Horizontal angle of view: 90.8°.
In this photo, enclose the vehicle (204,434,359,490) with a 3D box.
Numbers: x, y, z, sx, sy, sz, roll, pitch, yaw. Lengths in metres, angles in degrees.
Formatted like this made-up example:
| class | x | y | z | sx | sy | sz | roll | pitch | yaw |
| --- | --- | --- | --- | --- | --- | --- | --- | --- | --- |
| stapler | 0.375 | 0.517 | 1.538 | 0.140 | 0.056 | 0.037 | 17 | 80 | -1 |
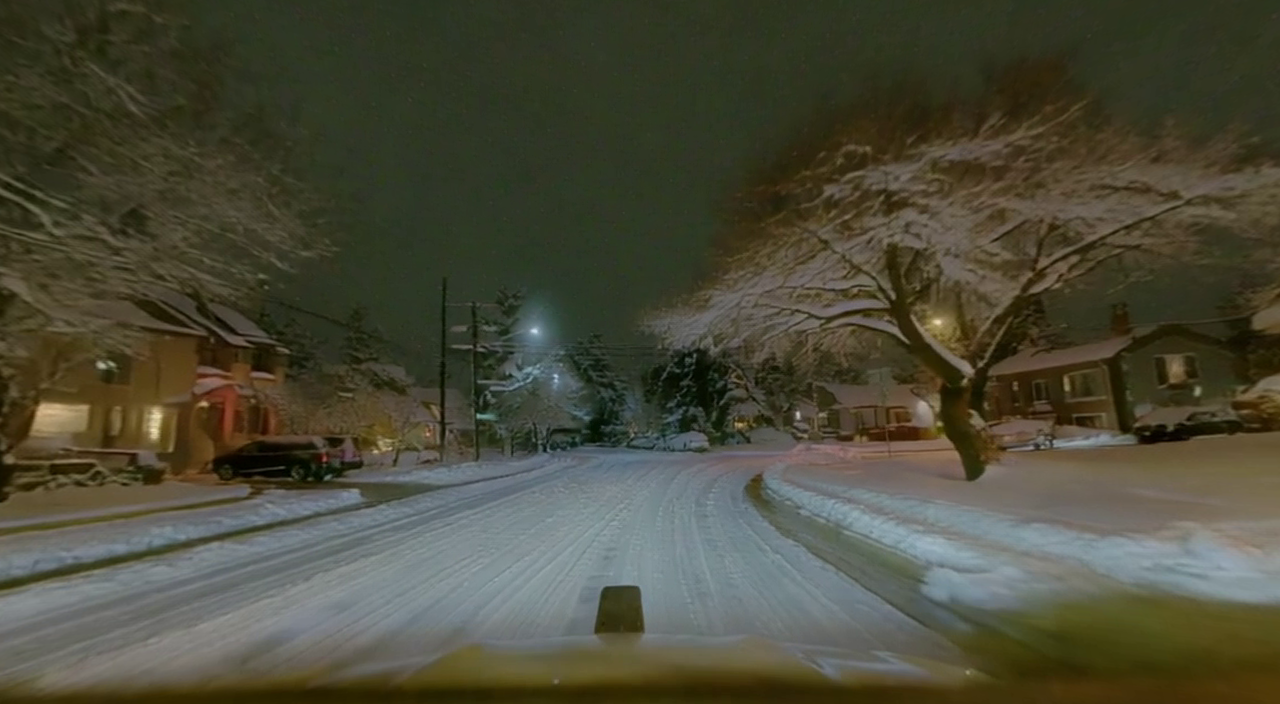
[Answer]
| class | x | y | z | sx | sy | sz | roll | pitch | yaw |
| --- | --- | --- | --- | --- | --- | --- | --- | --- | --- |
| vehicle | -14.607 | 4.493 | 25.998 | 5.045 | 1.835 | 2.315 | -4 | -9 | 2 |
